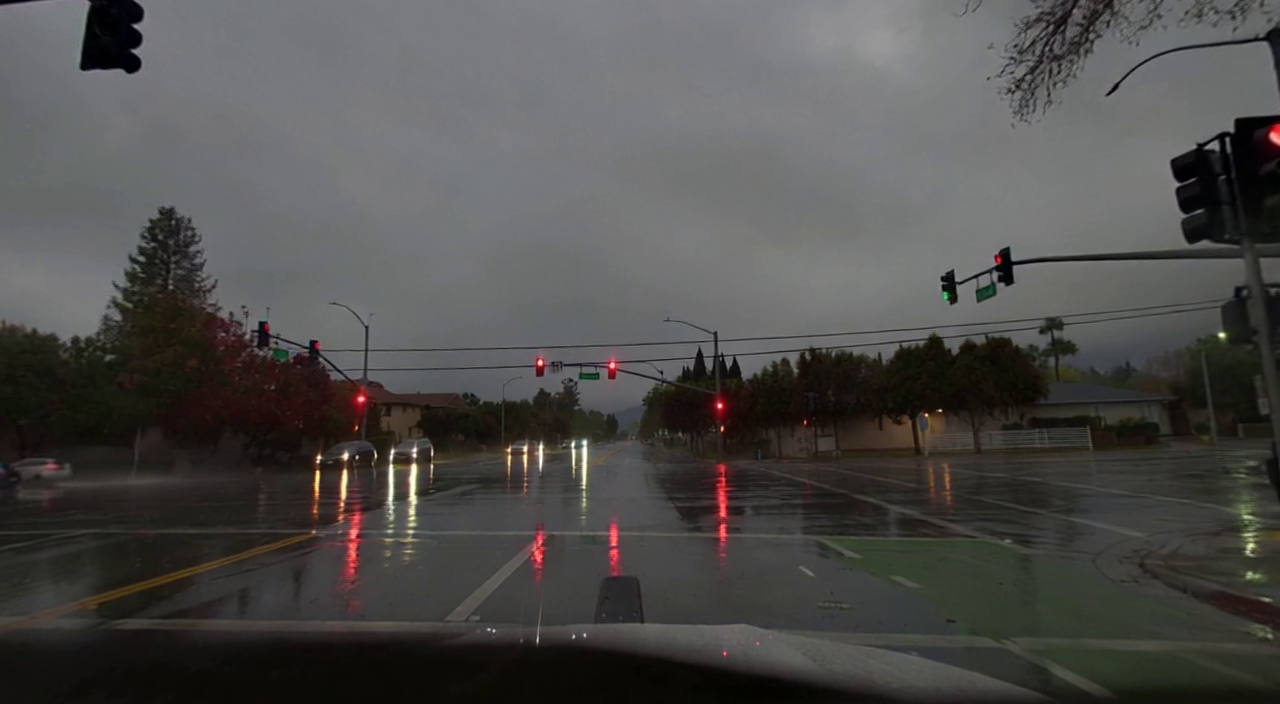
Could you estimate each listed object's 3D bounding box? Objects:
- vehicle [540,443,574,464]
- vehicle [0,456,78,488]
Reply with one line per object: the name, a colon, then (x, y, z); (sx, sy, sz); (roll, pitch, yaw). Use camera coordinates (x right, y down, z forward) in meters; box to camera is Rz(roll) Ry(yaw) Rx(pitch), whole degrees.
vehicle: (-6.114, 7.524, 47.050); (1.936, 1.444, 4.168); (0, -8, 0)
vehicle: (-35.333, 6.813, 36.057); (4.706, 1.710, 1.932); (-1, -8, 4)
